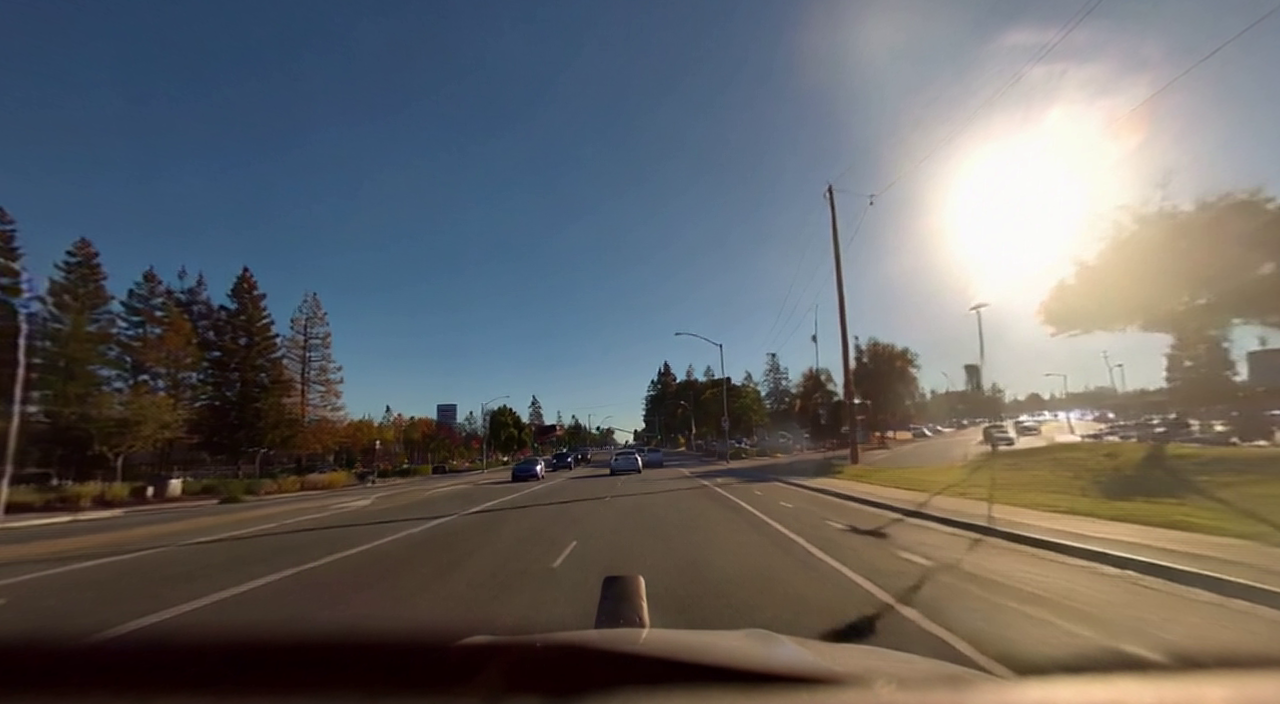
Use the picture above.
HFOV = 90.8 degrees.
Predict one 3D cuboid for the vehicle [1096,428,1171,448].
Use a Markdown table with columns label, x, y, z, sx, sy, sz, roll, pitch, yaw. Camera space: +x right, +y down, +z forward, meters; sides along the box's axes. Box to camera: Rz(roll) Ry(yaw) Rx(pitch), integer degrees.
| label | x | y | z | sx | sy | sz | roll | pitch | yaw |
| --- | --- | --- | --- | --- | --- | --- | --- | --- | --- |
| vehicle | 38.353 | 6.732 | 49.219 | 1.810 | 1.442 | 4.420 | 1 | -9 | -11 |

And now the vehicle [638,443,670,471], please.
| label | x | y | z | sx | sy | sz | roll | pitch | yaw |
| --- | --- | --- | --- | --- | --- | --- | --- | --- | --- |
| vehicle | 0.911 | 7.146 | 43.384 | 2.046 | 1.768 | 4.370 | -1 | -8 | 0 |

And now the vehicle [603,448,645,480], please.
| label | x | y | z | sx | sy | sz | roll | pitch | yaw |
| --- | --- | --- | --- | --- | --- | --- | --- | --- | --- |
| vehicle | -0.754 | 5.407 | 30.809 | 1.917 | 1.418 | 3.987 | 0 | -8 | -1 |

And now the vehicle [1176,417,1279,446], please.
| label | x | y | z | sx | sy | sz | roll | pitch | yaw |
| --- | --- | --- | --- | --- | --- | --- | --- | --- | --- |
| vehicle | 42.116 | 5.648 | 45.225 | 2.123 | 1.852 | 5.401 | 0 | -6 | -12 |

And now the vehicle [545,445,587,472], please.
| label | x | y | z | sx | sy | sz | roll | pitch | yaw |
| --- | --- | --- | --- | --- | --- | --- | --- | --- | --- |
| vehicle | -5.523 | 8.004 | 47.946 | 2.298 | 1.905 | 5.777 | -1 | -8 | 1 |
